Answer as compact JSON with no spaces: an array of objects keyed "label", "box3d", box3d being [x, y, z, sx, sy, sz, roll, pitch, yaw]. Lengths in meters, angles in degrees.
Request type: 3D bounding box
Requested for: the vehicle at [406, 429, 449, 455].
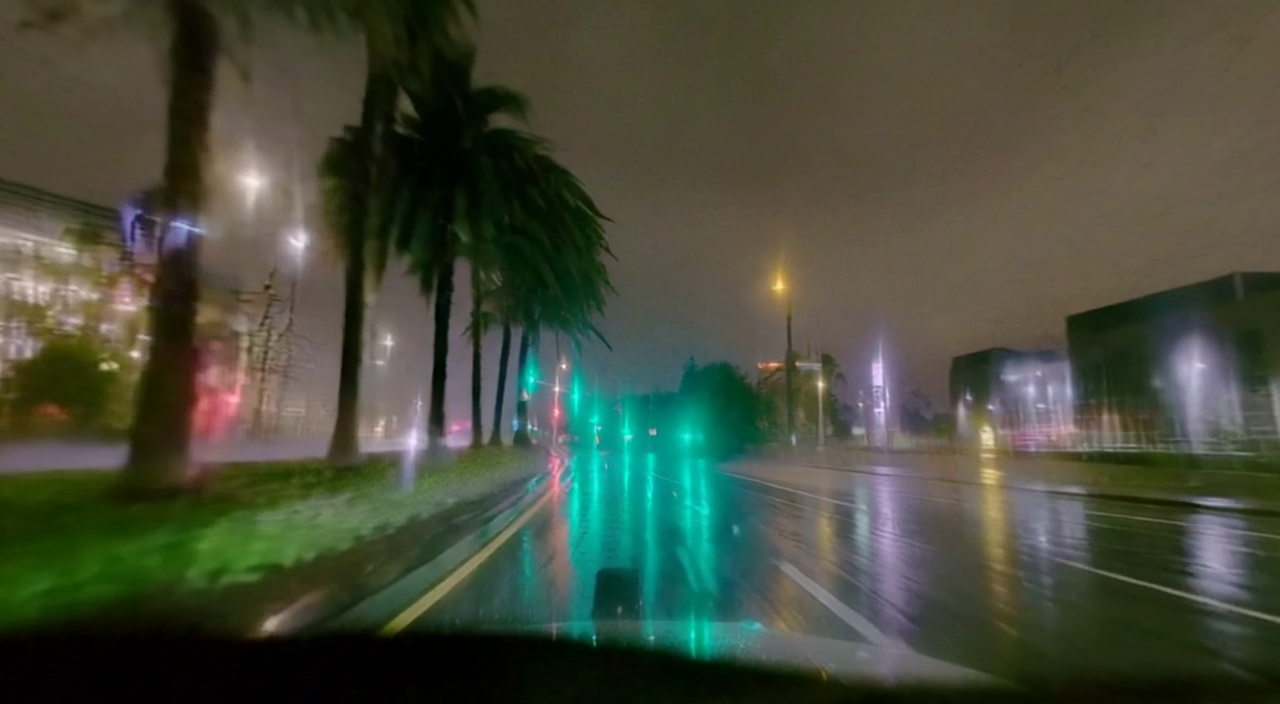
[{"label":"vehicle","box3d":[-15.750,6.711,47.057,2.111,1.793,4.783,1,-9,-8]}]
